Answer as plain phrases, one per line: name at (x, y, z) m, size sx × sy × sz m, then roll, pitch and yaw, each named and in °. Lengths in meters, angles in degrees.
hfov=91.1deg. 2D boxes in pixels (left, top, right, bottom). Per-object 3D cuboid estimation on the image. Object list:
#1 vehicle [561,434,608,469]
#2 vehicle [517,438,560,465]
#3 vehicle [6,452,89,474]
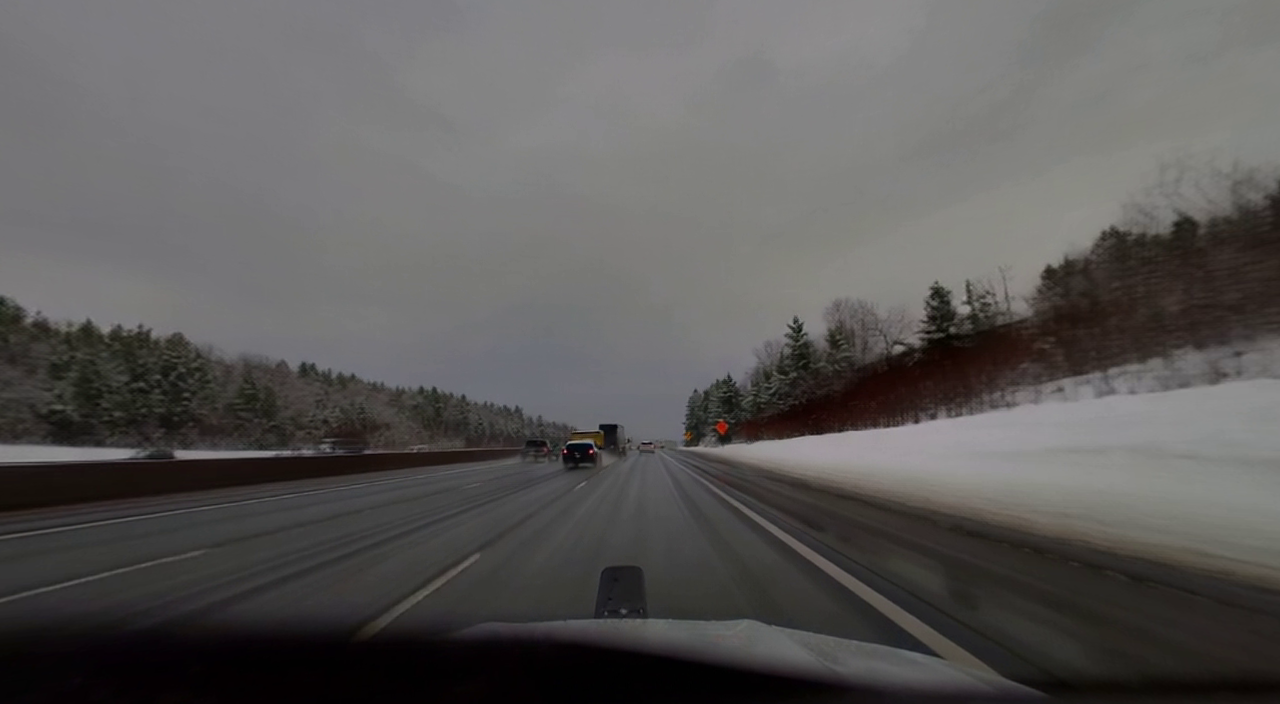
vehicle at (-2.981, 5.420, 34.402) m, size 2.194 × 1.766 × 3.720 m, roll 0°, pitch -8°, yaw 0°
vehicle at (-6.926, 6.824, 43.212) m, size 2.078 × 1.729 × 4.722 m, roll 0°, pitch -8°, yaw 1°
vehicle at (-42.082, 7.867, 44.744) m, size 1.658 × 1.442 × 4.395 m, roll 0°, pitch -8°, yaw -1°
